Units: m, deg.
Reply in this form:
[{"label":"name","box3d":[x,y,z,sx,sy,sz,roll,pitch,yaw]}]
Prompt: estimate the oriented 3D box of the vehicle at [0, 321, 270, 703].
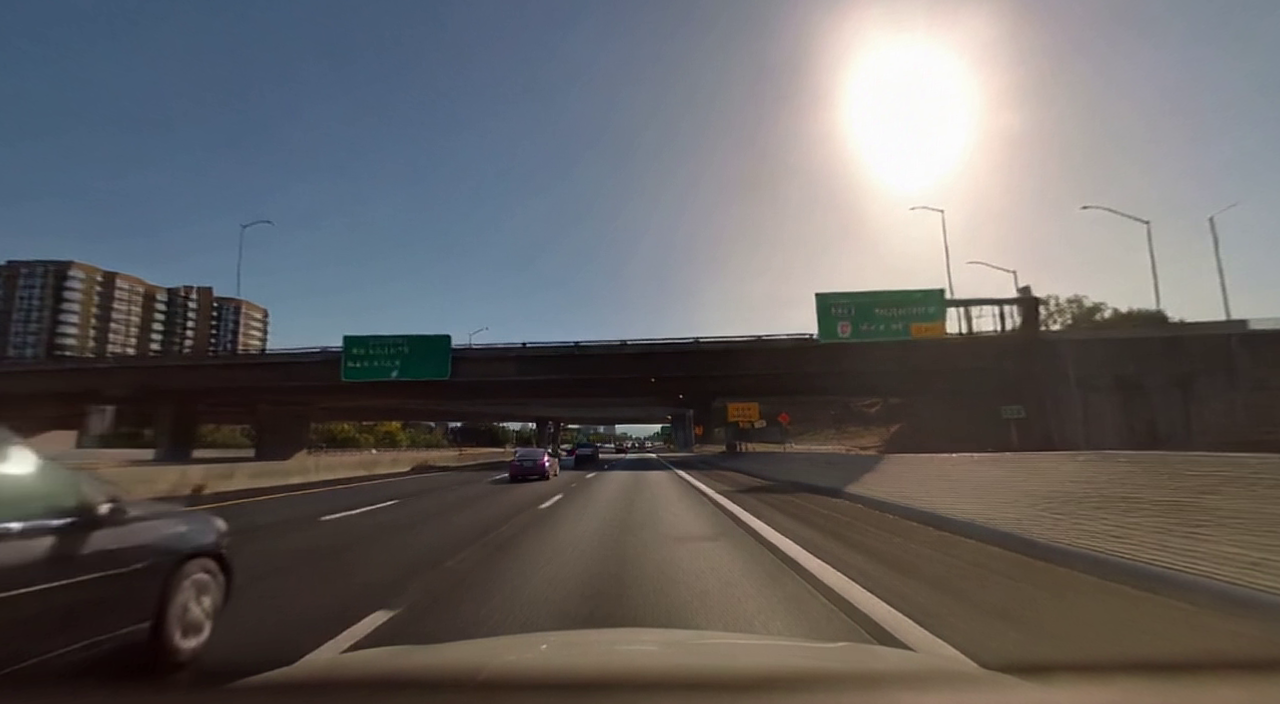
[{"label":"vehicle","box3d":[-3.396,0.644,1.448,2.203,1.734,4.600,0,-9,1]}]
